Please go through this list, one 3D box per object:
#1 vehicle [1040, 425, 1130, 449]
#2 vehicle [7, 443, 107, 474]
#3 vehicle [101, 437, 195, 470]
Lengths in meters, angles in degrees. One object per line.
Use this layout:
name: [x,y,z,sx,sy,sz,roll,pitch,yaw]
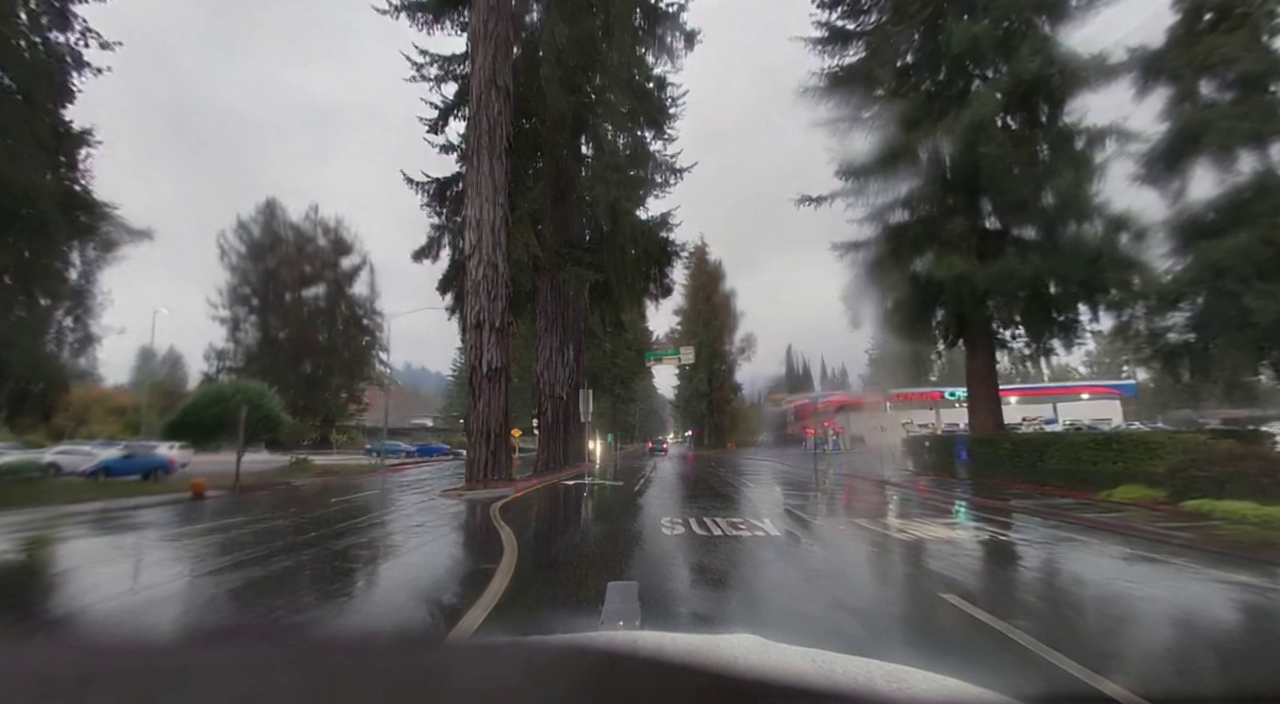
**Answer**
vehicle: [29.603,5.706,42.108,1.885,1.446,4.469,8,-12,-42]
vehicle: [-33.888,6.177,36.759,4.185,1.504,1.956,-4,-8,6]
vehicle: [-32.700,6.739,42.029,4.847,1.872,2.114,-3,-7,8]
